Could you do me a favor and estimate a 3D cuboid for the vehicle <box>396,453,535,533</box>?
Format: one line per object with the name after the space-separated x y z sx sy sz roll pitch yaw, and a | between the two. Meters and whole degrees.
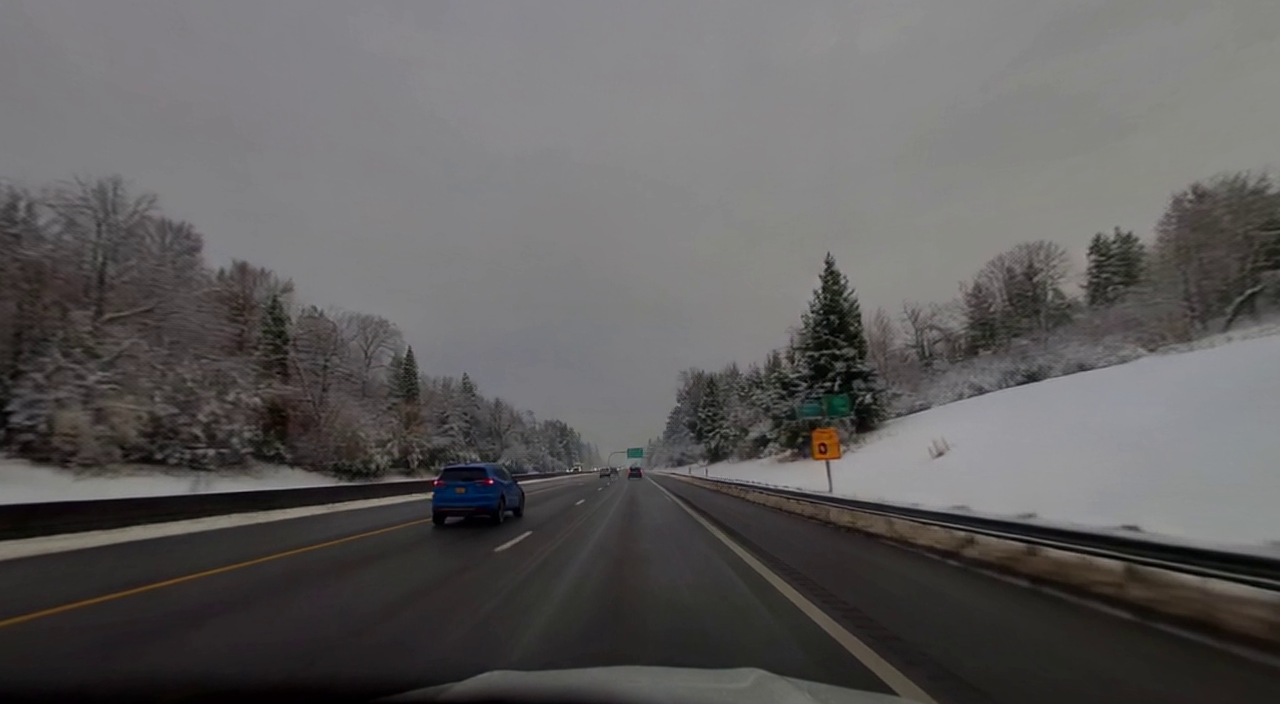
-3.817 3.192 14.624 2.017 1.516 4.041 1 -11 1 | vehicle
